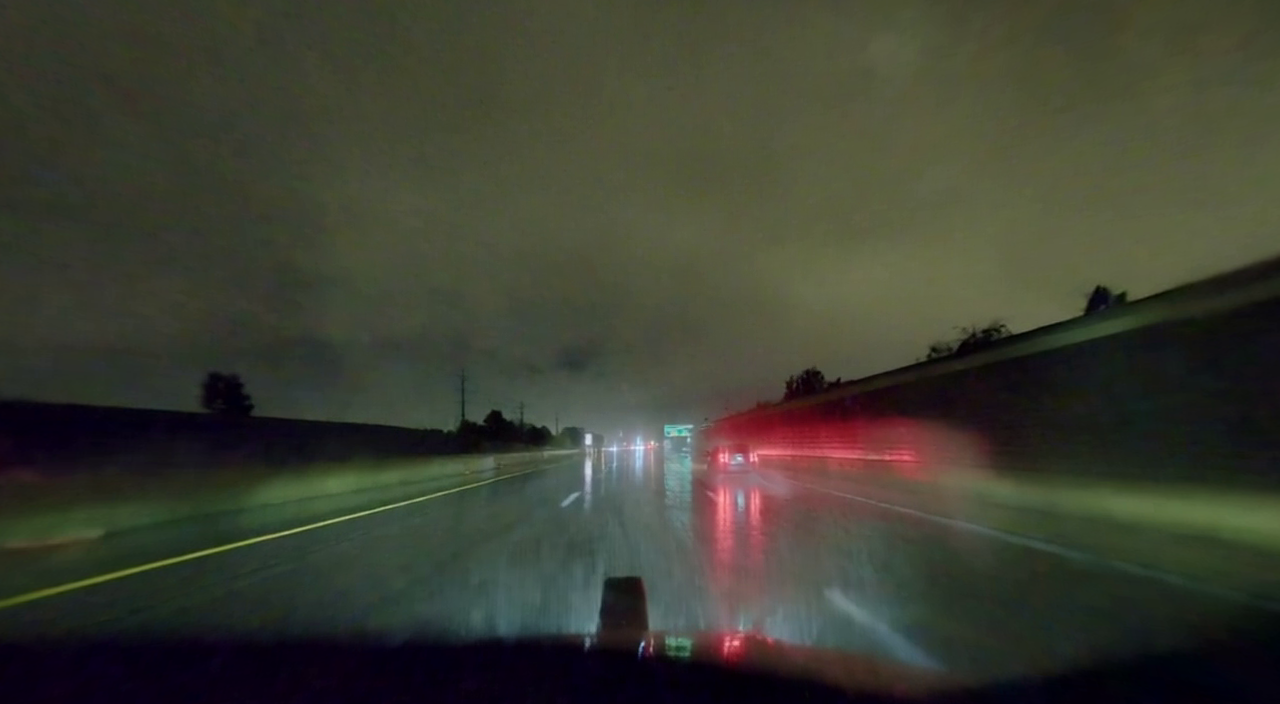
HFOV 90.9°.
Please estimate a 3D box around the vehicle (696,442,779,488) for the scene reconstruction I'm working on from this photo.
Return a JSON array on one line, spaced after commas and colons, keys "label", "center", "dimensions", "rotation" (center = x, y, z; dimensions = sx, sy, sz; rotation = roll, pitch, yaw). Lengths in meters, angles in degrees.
[{"label": "vehicle", "center": [3.365, 4.005, 22.701], "dimensions": [2.193, 1.462, 4.533], "rotation": [0, -8, -1]}]
